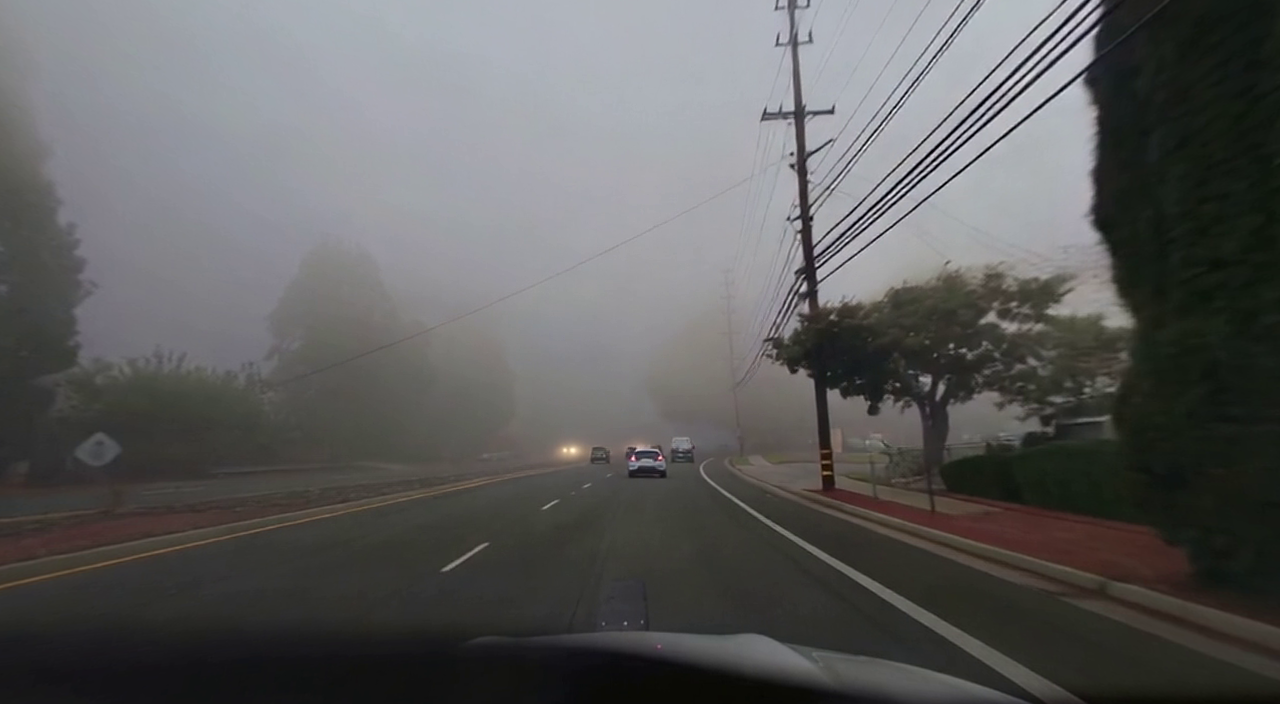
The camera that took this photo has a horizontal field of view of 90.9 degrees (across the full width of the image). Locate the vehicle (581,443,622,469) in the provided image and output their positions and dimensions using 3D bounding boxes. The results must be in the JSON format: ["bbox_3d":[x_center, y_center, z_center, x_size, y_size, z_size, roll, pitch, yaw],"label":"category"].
[{"bbox_3d":[-2.272,6.291,38.220,1.983,1.485,4.159,0,-9,4],"label":"vehicle"}]

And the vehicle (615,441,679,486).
[{"bbox_3d":[0.352,4.040,23.098,2.117,1.474,4.036,0,-9,4],"label":"vehicle"}]
